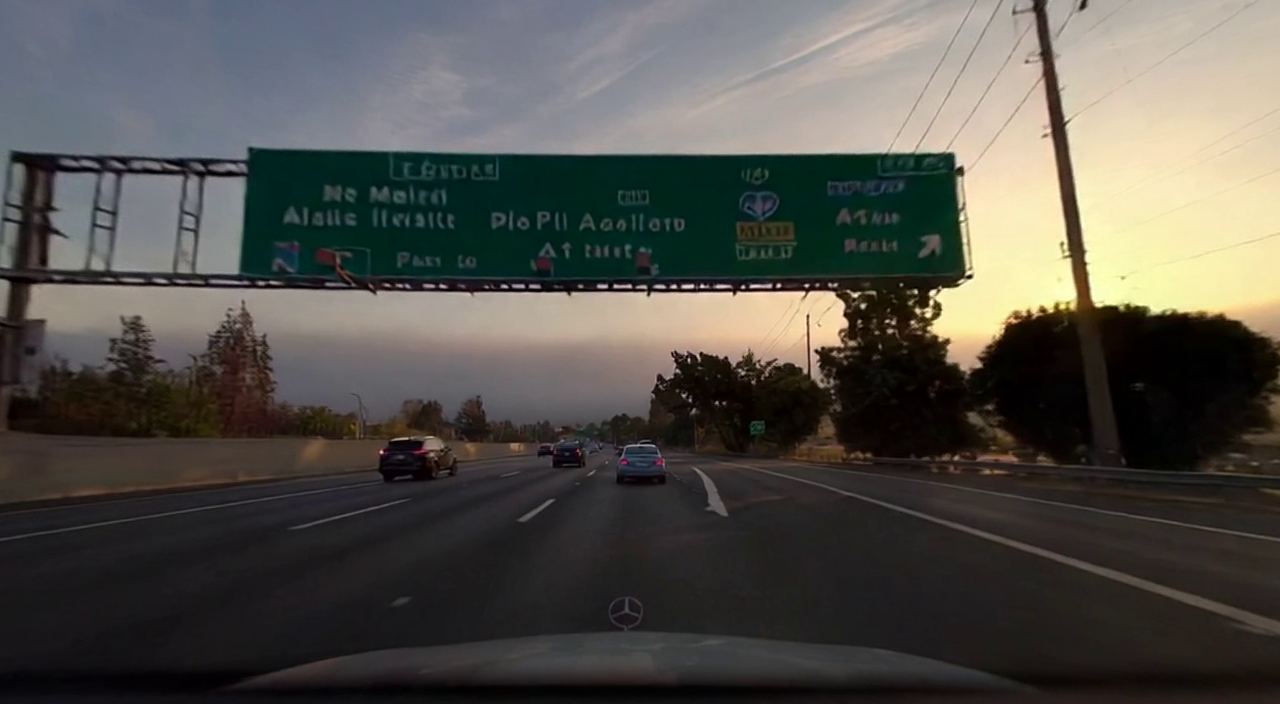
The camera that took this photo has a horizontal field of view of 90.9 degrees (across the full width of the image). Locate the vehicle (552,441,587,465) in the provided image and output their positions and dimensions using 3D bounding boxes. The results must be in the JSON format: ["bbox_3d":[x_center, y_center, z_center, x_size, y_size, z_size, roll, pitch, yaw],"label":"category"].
[{"bbox_3d":[-5.315,7.680,48.209,2.289,1.777,4.534,0,-8,-1],"label":"vehicle"}]

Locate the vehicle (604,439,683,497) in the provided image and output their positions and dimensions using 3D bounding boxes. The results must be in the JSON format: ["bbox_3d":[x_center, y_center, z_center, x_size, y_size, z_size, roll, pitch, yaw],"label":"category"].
[{"bbox_3d":[0.025,3.343,18.605,2.082,1.482,4.126,0,-8,-2],"label":"vehicle"}]

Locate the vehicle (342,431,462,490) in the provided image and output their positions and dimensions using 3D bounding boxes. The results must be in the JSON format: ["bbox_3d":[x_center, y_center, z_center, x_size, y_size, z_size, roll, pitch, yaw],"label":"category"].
[{"bbox_3d":[-8.048,3.698,21.942,2.206,1.788,4.914,0,-8,0],"label":"vehicle"}]
